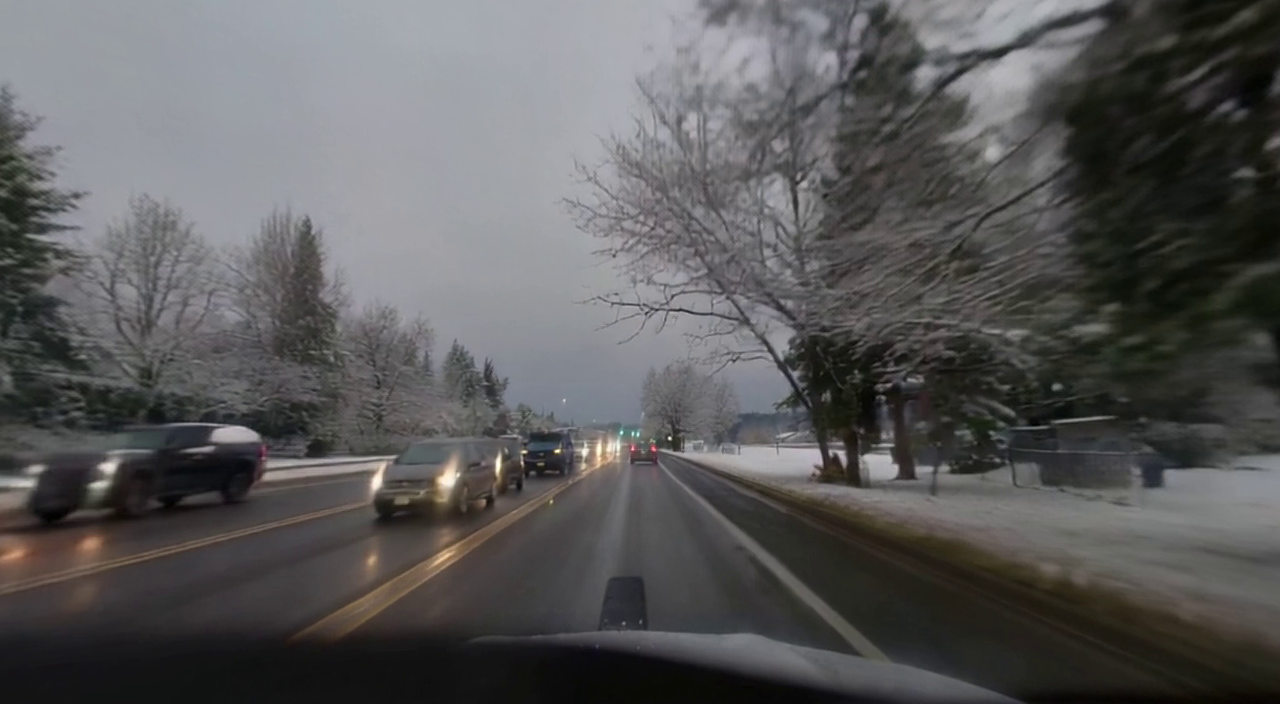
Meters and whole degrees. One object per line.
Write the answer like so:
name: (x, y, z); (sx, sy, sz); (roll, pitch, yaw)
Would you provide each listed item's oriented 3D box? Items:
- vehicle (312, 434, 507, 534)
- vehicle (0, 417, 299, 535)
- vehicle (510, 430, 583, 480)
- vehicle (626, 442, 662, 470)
vehicle: (-3.932, 2.308, 11.702); (1.952, 1.471, 4.334); (0, -8, 0)
vehicle: (-8.180, 2.057, 11.065); (1.921, 1.643, 4.348); (0, -8, 1)
vehicle: (-3.760, 4.236, 26.326); (2.242, 1.852, 5.201); (0, -8, 0)
vehicle: (0.223, 5.729, 34.942); (1.875, 1.453, 3.888); (0, -8, 0)
